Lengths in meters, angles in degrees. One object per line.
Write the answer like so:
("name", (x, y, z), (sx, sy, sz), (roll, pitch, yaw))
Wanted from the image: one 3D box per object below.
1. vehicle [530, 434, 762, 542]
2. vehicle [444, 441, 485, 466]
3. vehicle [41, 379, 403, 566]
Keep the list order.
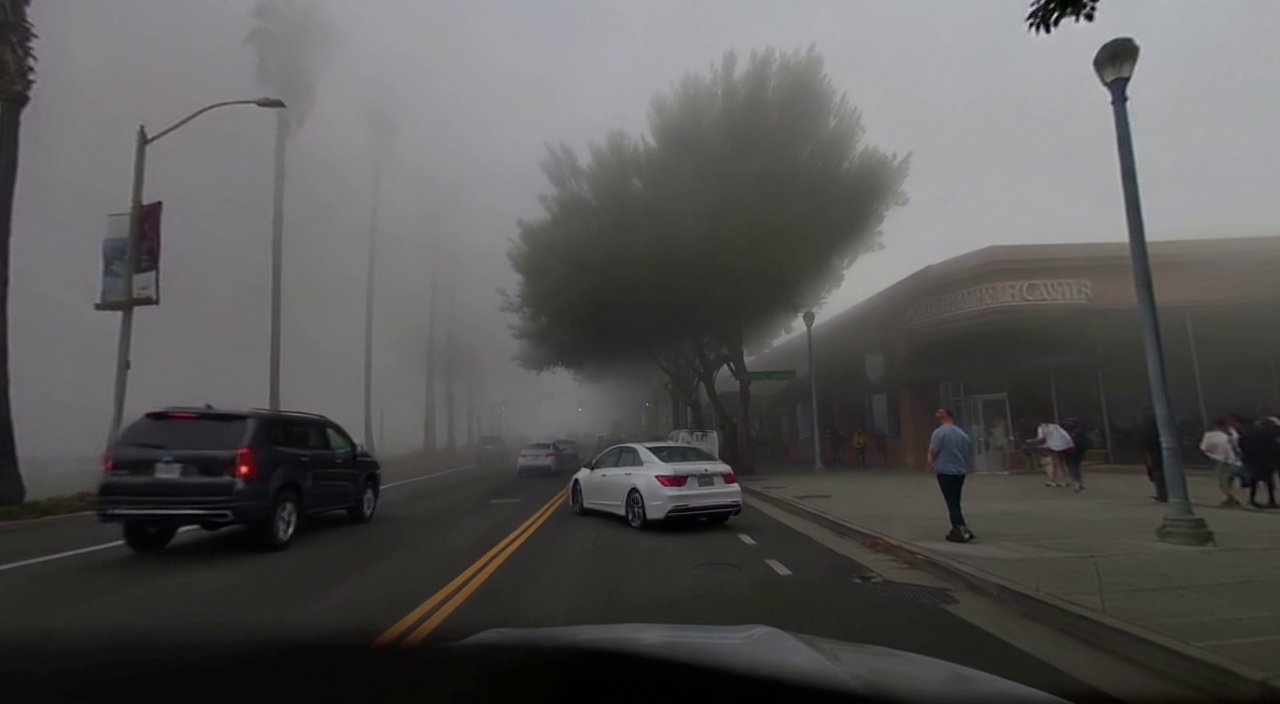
("vehicle", (-0.173, 2.254, 11.213), (1.930, 1.477, 4.657), (5, -10, -31))
("vehicle", (-11.994, 6.960, 43.357), (1.930, 1.583, 4.423), (0, -9, -5))
("vehicle", (-5.660, 1.738, 9.801), (2.164, 2.047, 5.455), (0, -9, -4))
